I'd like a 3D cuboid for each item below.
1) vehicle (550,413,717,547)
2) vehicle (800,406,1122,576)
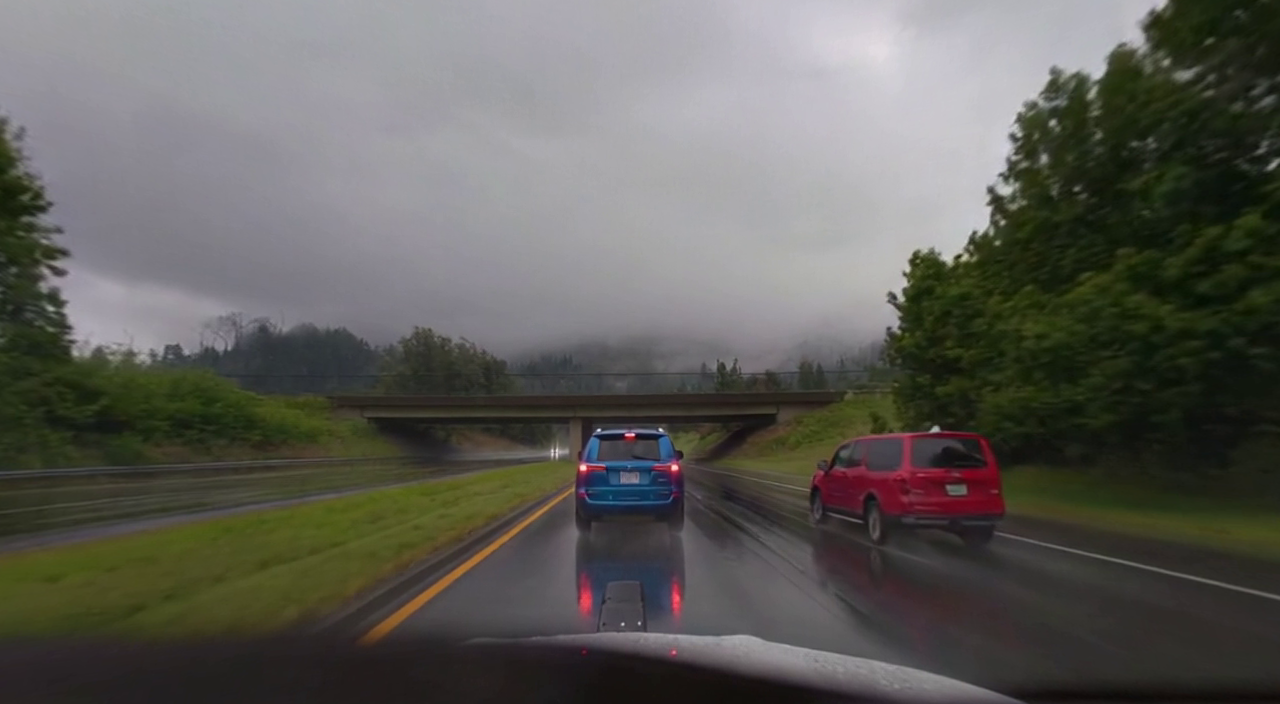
[{"bbox_3d":[-0.106,2.070,10.742,2.288,1.823,4.059,0,-9,0],"label":"vehicle"},{"bbox_3d":[3.950,1.808,8.955,2.043,1.767,4.620,0,-9,-1],"label":"vehicle"}]
